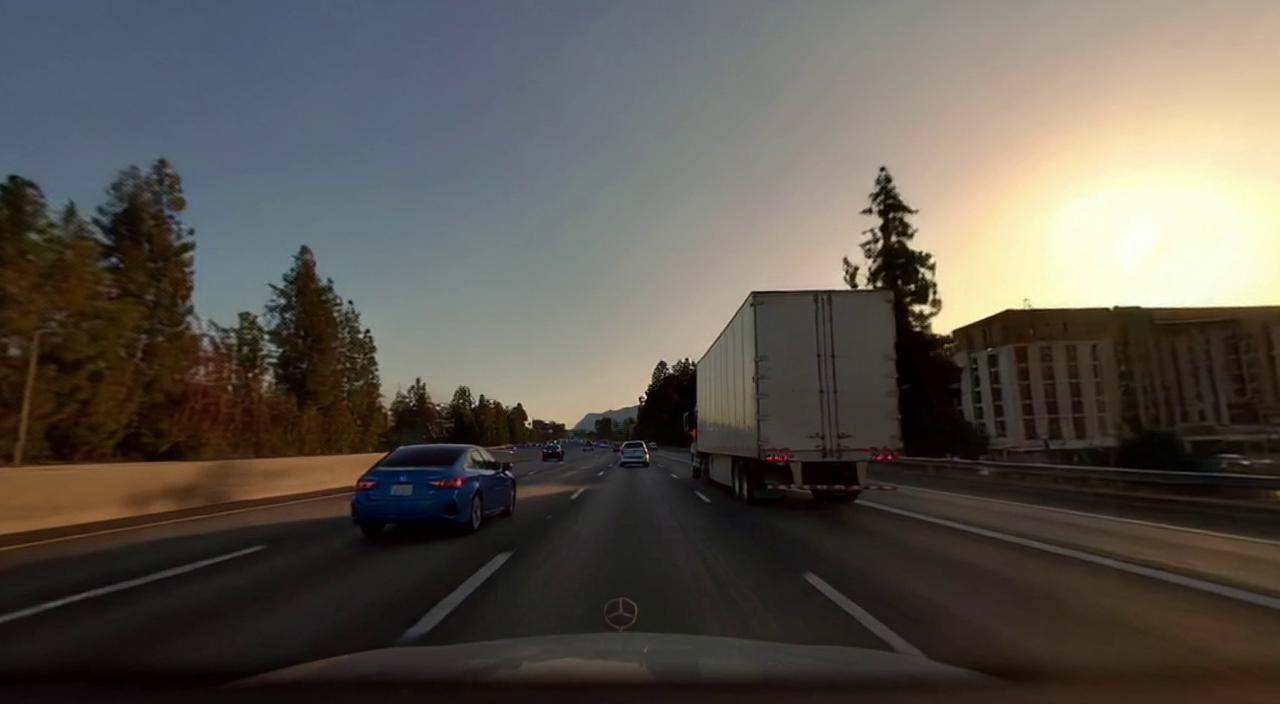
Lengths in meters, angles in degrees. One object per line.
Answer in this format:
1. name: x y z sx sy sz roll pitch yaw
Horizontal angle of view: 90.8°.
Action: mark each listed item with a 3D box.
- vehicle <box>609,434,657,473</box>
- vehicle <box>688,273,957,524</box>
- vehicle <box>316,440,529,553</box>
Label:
1. vehicle: -0.353 5.027 31.411 2.203 1.805 4.358 0 -9 -1
2. vehicle: 3.480 1.862 17.776 2.876 4.086 15.117 0 -9 -1
3. vehicle: -3.157 2.190 10.329 1.864 1.406 4.544 0 -9 0
